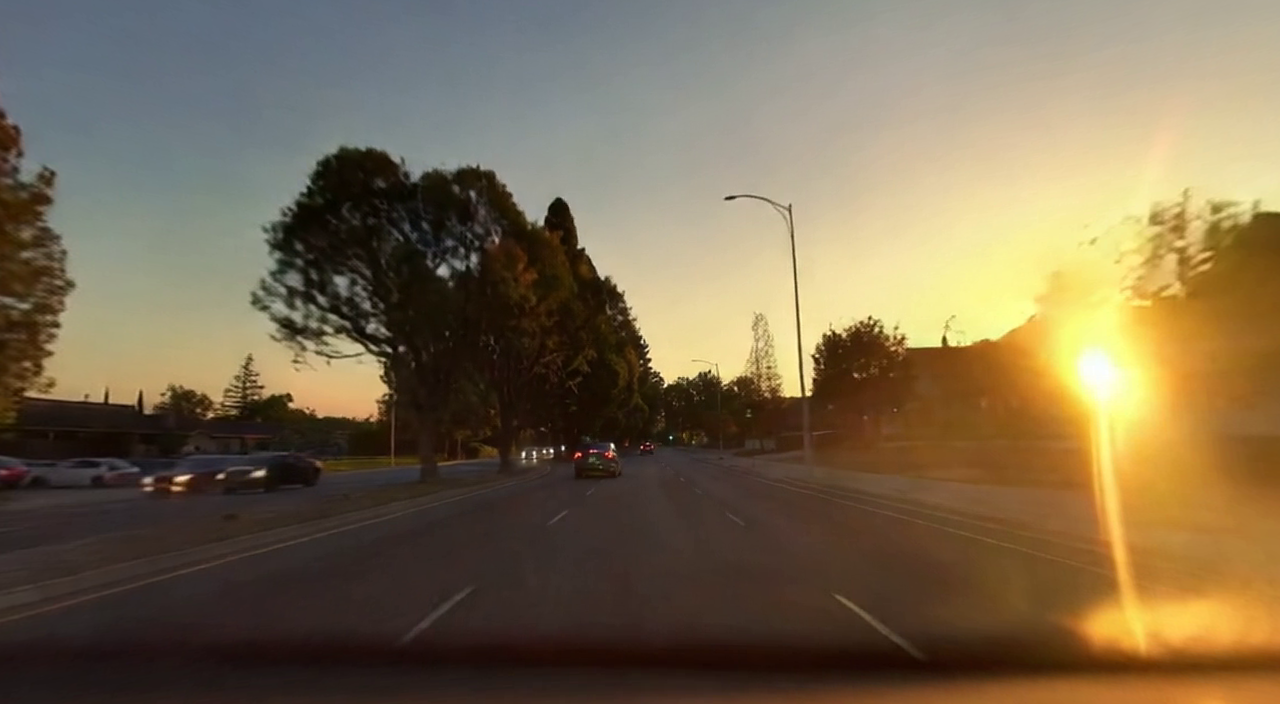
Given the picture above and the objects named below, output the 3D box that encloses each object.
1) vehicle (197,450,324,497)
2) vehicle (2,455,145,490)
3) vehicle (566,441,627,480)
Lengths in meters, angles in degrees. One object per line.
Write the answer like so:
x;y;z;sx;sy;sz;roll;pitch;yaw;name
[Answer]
-13.643;4.356;23.012;1.939;1.537;4.269;0;-9;0;vehicle
-26.401;5.615;29.487;4.586;1.492;1.884;1;-9;-7;vehicle
-1.787;4.685;27.400;2.106;1.517;4.375;0;-9;3;vehicle
